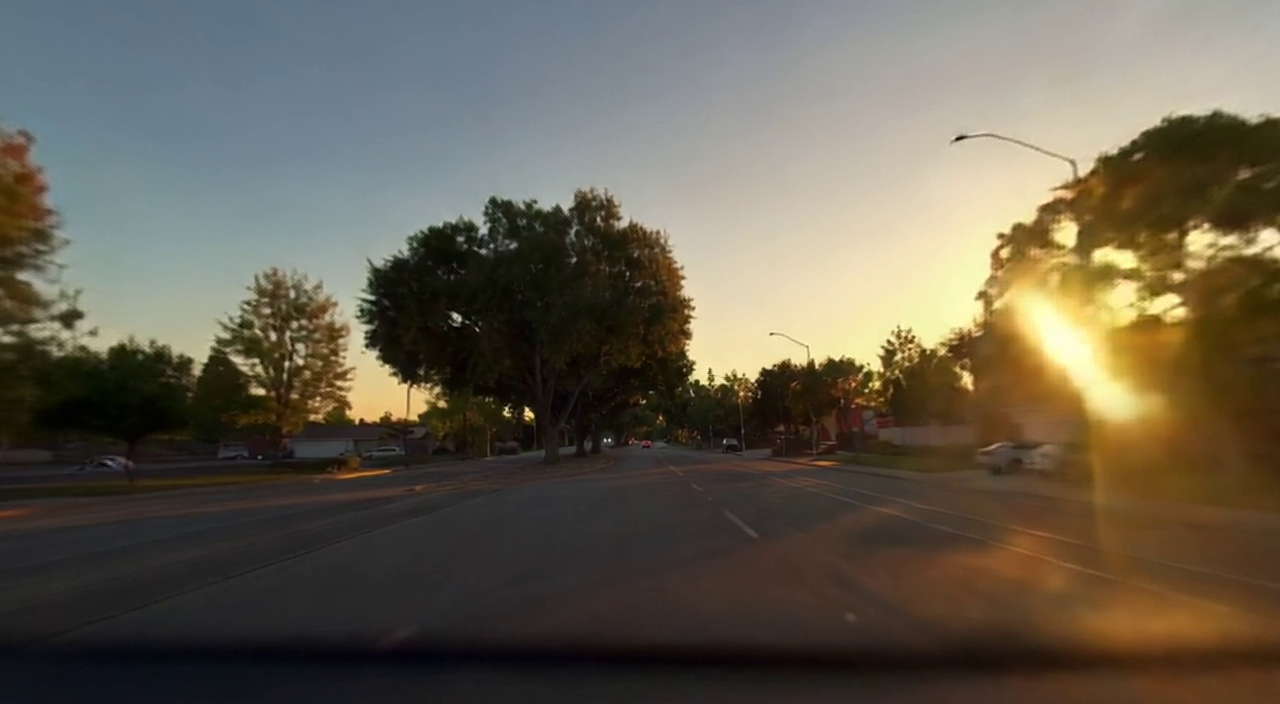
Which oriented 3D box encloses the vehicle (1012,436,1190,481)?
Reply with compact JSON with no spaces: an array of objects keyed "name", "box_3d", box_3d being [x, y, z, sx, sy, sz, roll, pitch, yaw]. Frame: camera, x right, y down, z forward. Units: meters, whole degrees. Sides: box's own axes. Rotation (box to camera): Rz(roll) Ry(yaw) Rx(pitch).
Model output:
[{"name":"vehicle","box_3d":[15.818,3.664,21.880,4.592,1.472,2.009,0,-9,-1]}]
